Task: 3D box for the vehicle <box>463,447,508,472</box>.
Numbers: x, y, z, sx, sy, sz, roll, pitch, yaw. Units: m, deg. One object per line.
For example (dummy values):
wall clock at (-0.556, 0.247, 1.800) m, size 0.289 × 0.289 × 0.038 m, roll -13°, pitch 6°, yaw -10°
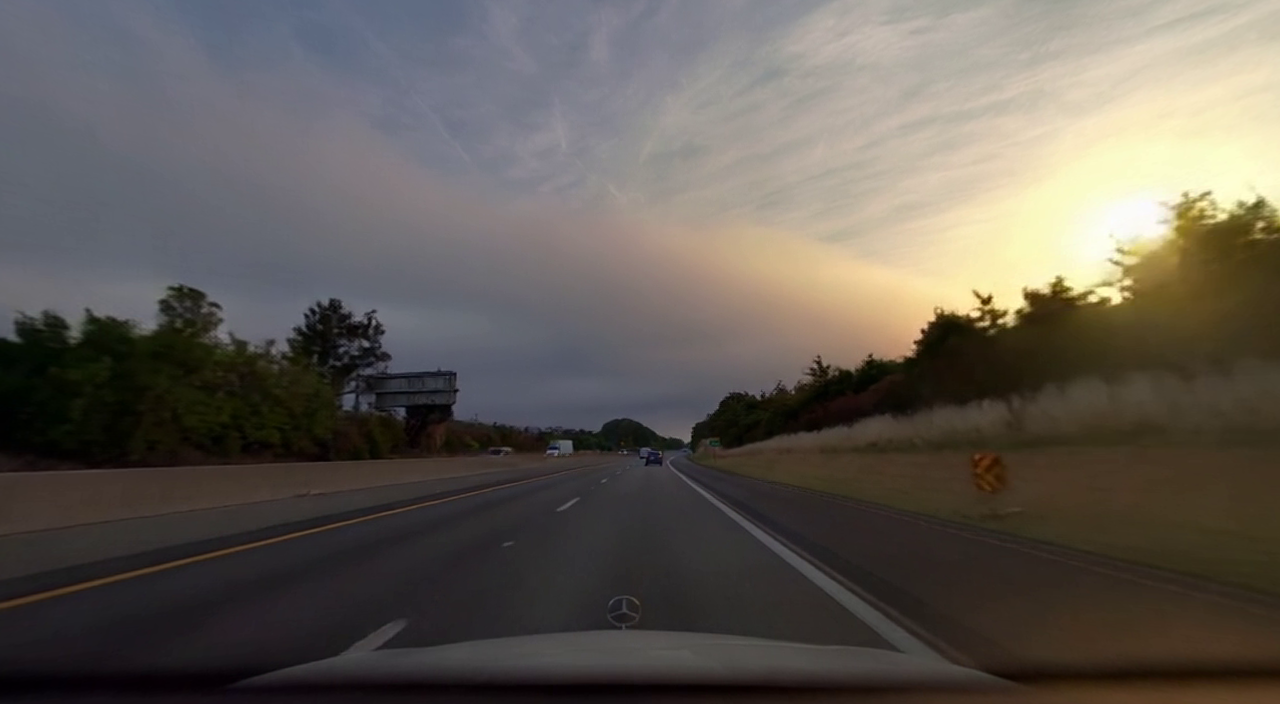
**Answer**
vehicle at (-11.982, 8.369, 49.275) m, size 2.059 × 1.763 × 5.143 m, roll -1°, pitch -9°, yaw 2°
